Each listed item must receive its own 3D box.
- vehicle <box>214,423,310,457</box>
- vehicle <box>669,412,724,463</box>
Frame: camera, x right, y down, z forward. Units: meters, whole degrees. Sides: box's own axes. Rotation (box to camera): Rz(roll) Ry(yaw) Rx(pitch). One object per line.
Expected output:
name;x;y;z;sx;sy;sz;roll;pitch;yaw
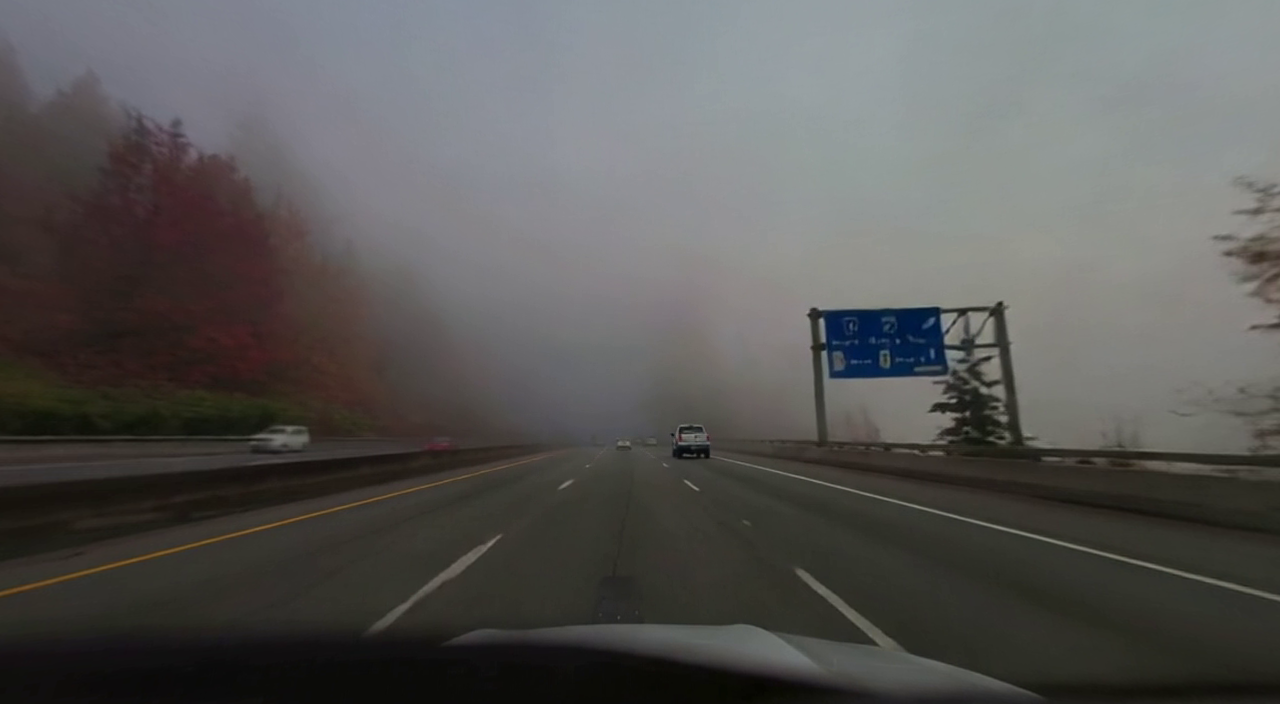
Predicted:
vehicle;-19.997;4.679;33.587;1.934;1.639;5.343;0;-8;-1
vehicle;3.009;4.771;35.095;2.411;2.614;5.781;0;-8;-1
